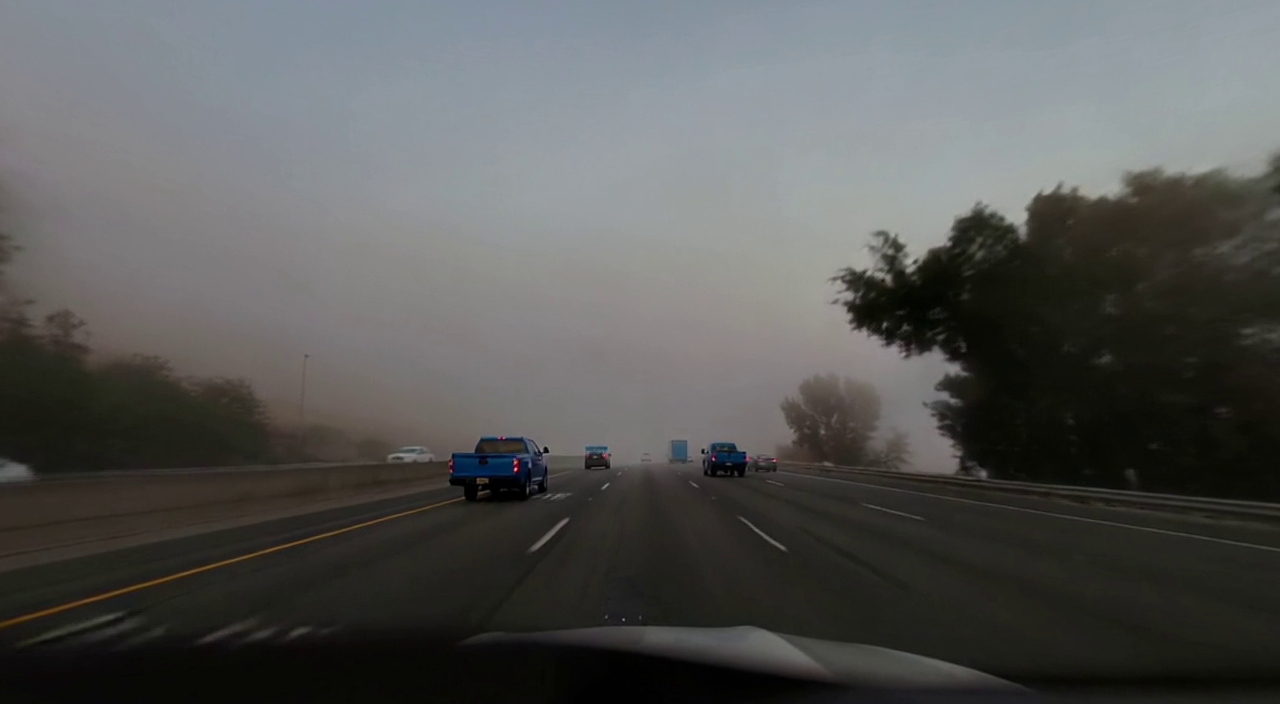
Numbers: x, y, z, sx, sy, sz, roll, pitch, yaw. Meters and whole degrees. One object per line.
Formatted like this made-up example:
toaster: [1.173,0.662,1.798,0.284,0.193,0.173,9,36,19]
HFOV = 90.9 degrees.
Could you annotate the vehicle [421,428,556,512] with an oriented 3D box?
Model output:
vehicle: [-3.736,3.023,16.768,2.227,1.853,5.161,-1,-8,1]

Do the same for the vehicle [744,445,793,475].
vehicle: [8.013,6.772,39.752,2.104,1.724,4.701,0,-8,0]

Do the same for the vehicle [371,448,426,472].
vehicle: [-16.926,7.577,44.443,1.963,1.590,4.486,-1,-8,1]

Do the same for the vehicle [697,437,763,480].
vehicle: [4.401,5.337,31.959,2.424,1.952,5.611,0,-8,-1]

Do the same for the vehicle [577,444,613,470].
vehicle: [-3.247,7.725,46.441,2.235,1.785,4.386,-1,-8,1]
